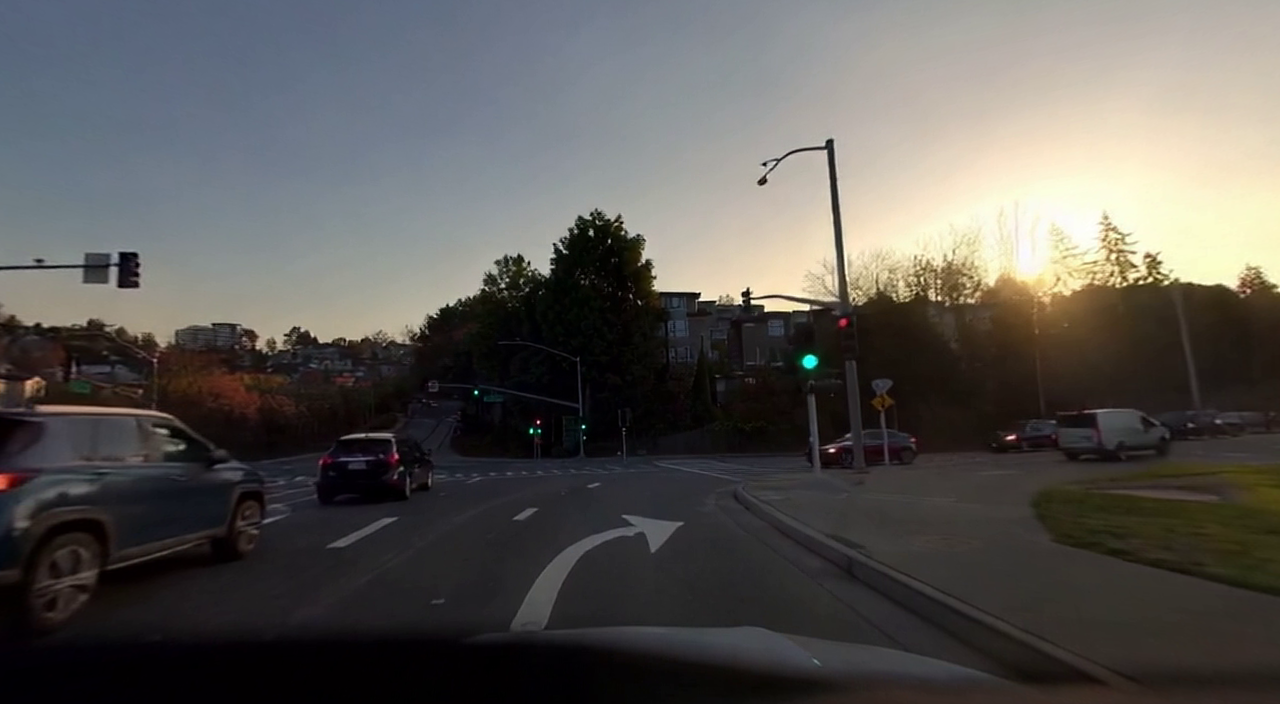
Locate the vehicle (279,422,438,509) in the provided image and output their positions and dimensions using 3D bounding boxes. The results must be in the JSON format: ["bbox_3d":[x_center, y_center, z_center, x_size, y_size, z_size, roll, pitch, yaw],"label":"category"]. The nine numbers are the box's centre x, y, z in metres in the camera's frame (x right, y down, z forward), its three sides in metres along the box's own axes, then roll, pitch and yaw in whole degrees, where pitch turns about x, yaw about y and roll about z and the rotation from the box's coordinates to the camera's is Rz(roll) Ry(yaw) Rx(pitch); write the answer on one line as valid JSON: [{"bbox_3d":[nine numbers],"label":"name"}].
[{"bbox_3d":[-6.081,2.489,14.218,2.024,1.655,4.301,1,-8,-7],"label":"vehicle"}]

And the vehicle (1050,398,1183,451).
[{"bbox_3d":[26.813,4.136,35.402,6.269,2.785,2.334,2,-9,-14],"label":"vehicle"}]

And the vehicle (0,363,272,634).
[{"bbox_3d":[-5.596,1.215,5.728,2.152,1.822,4.391,1,-8,-6],"label":"vehicle"}]
